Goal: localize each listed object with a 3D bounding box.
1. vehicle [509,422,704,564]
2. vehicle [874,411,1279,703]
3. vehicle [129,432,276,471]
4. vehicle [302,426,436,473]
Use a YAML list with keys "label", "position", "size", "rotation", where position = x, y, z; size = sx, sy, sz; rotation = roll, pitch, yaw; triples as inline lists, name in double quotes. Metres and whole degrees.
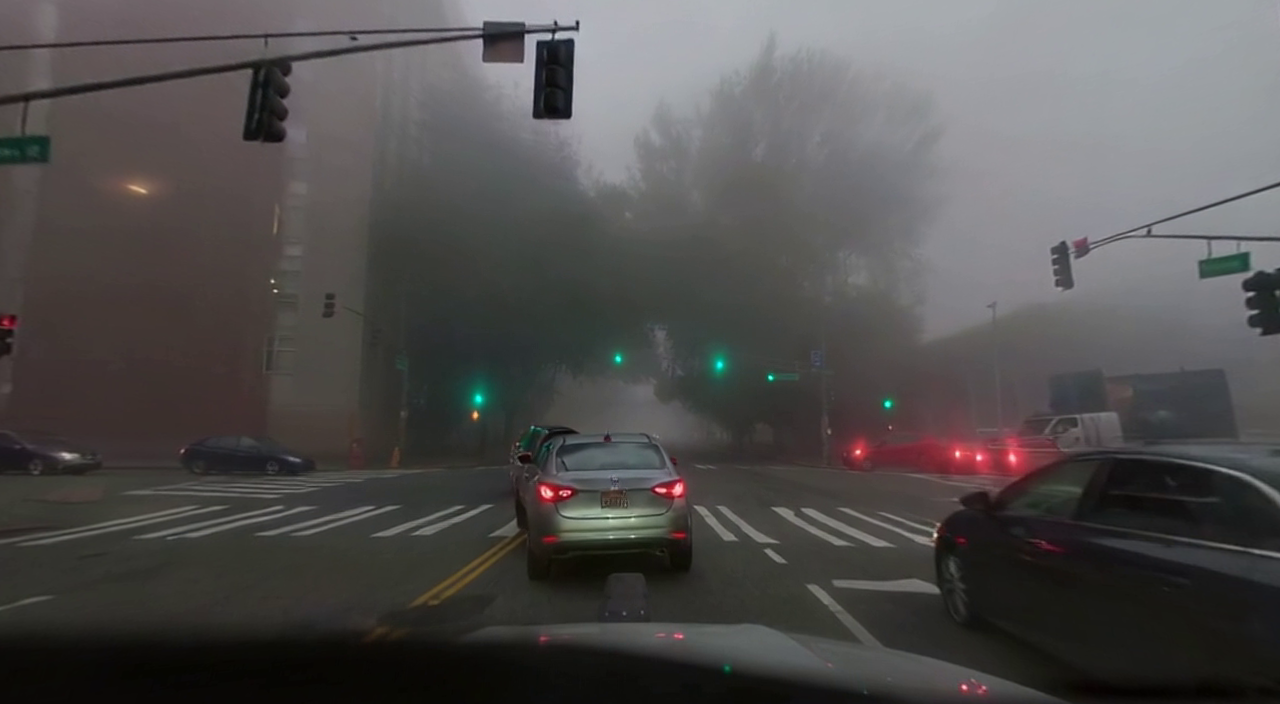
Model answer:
- label: "vehicle"
  position: [-0.414, 1.754, 8.540]
  size: [2.031, 1.461, 3.763]
  rotation: [0, -8, -2]
- label: "vehicle"
  position: [3.229, 1.156, 3.723]
  size: [1.942, 1.443, 4.468]
  rotation: [0, -8, 0]
- label: "vehicle"
  position: [-17.528, 4.014, 25.431]
  size: [4.511, 1.483, 1.877]
  rotation: [0, -8, 1]
- label: "vehicle"
  position: [-10.431, 3.751, 24.309]
  size: [4.556, 1.689, 1.982]
  rotation: [-3, -9, 21]
